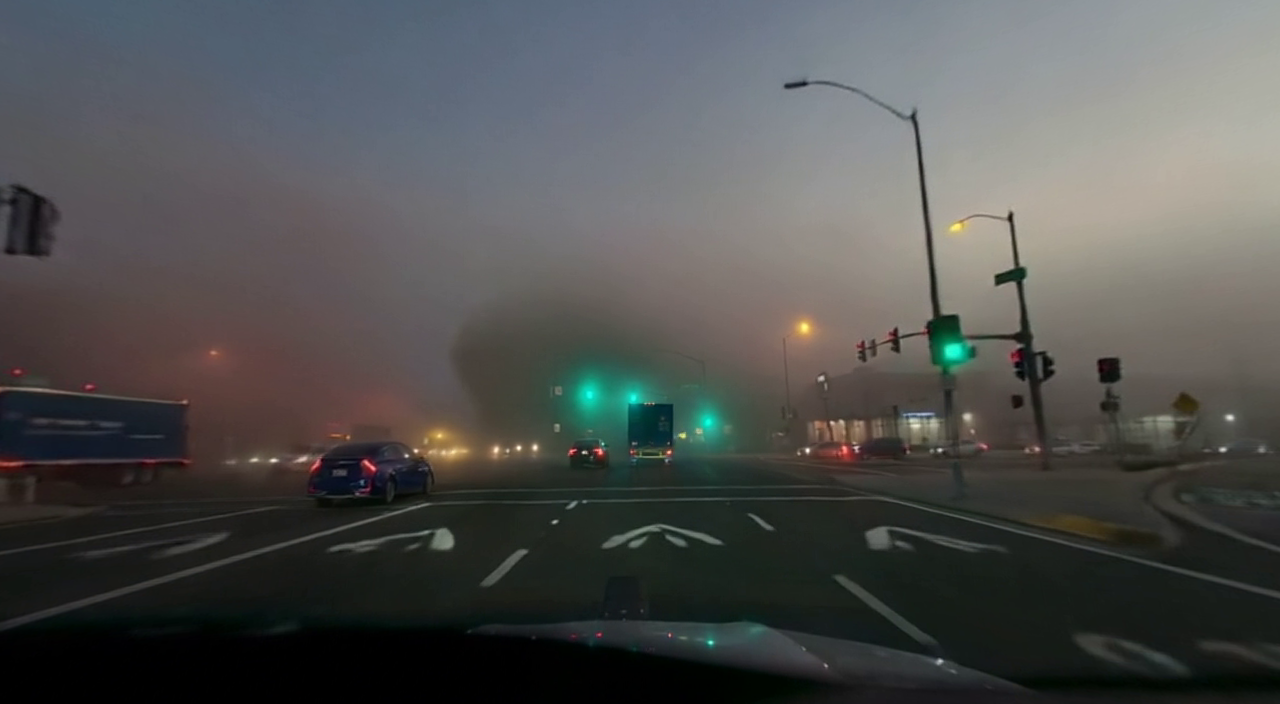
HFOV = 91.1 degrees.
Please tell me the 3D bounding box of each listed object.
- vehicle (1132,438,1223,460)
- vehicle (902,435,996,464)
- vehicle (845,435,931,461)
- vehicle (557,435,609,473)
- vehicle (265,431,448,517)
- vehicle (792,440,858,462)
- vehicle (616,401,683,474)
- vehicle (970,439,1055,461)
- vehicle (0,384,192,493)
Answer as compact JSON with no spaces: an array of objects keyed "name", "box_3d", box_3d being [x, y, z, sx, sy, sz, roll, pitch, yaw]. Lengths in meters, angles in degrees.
[{"name":"vehicle","box_3d":[36.536,6.597,42.756,4.337,1.487,1.949,0,-9,1]},{"name":"vehicle","box_3d":[19.524,6.195,39.756,4.831,1.529,1.966,-3,-10,0]},{"name":"vehicle","box_3d":[17.018,6.621,43.204,5.039,1.744,2.043,0,-9,0]},{"name":"vehicle","box_3d":[-2.887,5.335,33.088,2.178,1.826,4.933,0,-9,1]},{"name":"vehicle","box_3d":[-6.214,2.716,14.545,2.045,1.630,4.680,0,-9,0]},{"name":"vehicle","box_3d":[14.683,7.879,49.960,4.568,1.485,1.936,-2,-11,0]},{"name":"vehicle","box_3d":[0.483,4.330,31.487,2.993,3.235,6.692,0,-9,1]},{"name":"vehicle","box_3d":[25.463,6.707,43.008,4.506,1.484,1.928,0,-9,0]},{"name":"vehicle","box_3d":[-25.117,3.799,27.298,3.017,3.971,11.161,0,-9,0]}]
